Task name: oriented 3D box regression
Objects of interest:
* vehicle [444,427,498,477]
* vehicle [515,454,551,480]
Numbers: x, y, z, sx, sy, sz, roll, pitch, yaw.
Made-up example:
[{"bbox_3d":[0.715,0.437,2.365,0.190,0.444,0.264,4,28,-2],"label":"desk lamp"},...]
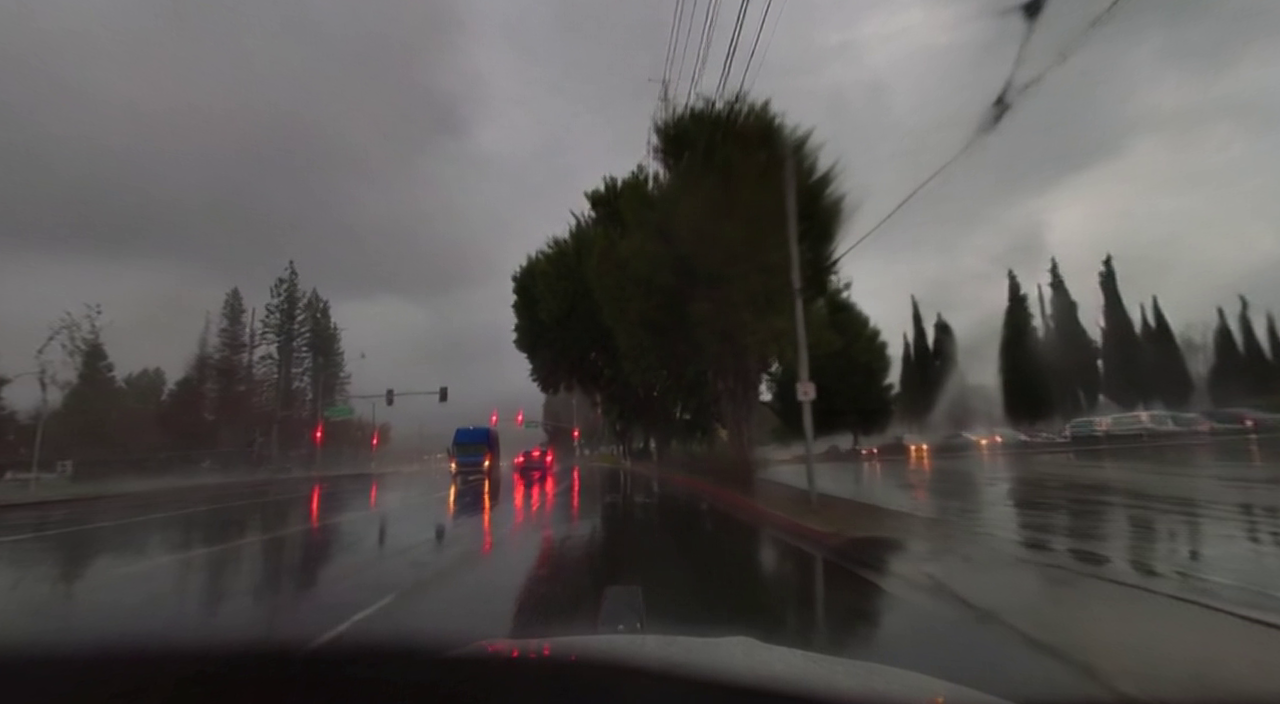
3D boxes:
[{"bbox_3d":[-10.698,6.399,40.376,2.461,2.889,6.776,2,-9,-8],"label":"vehicle"},{"bbox_3d":[-6.553,7.057,38.930,2.019,1.485,4.565,2,-9,-8],"label":"vehicle"}]
